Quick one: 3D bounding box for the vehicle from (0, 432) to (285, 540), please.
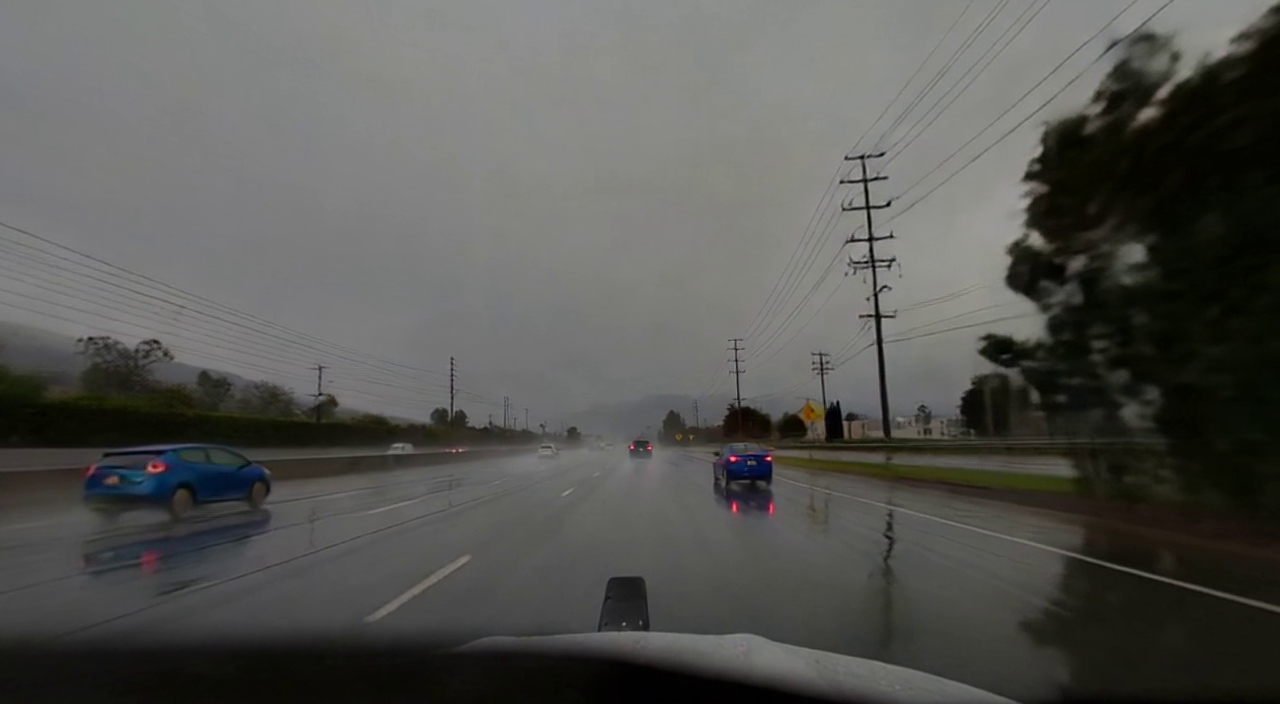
[{"bbox_3d":[-10.361,2.765,13.836,2.241,1.810,4.966,-3,-8,1],"label":"vehicle"}]

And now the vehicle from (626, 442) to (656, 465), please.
[{"bbox_3d":[0.105,7.123,44.458,2.036,1.474,3.969,0,-8,1],"label":"vehicle"}]

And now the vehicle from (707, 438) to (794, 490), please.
[{"bbox_3d":[3.522,3.675,21.008,2.060,1.526,4.387,0,-8,-1],"label":"vehicle"}]
